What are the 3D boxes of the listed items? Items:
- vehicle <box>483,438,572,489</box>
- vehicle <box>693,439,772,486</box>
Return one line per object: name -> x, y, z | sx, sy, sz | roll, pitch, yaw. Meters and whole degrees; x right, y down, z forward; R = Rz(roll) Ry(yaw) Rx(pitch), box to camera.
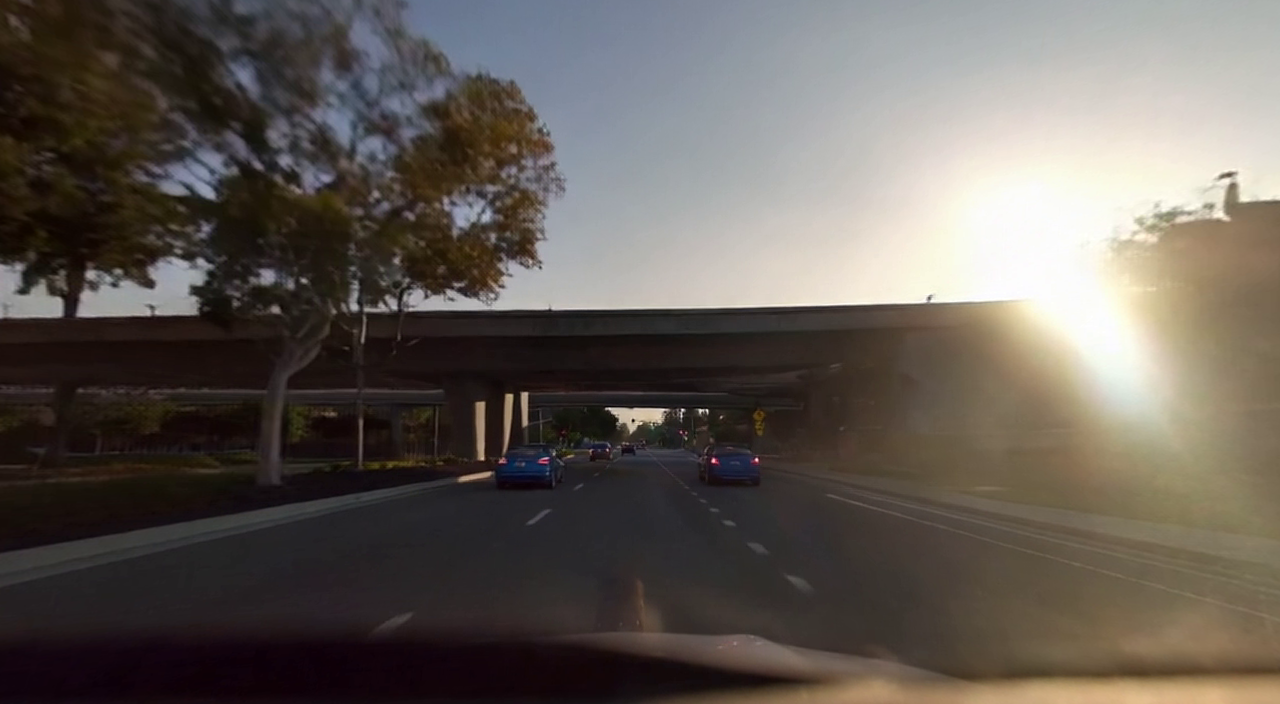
vehicle -> -3.589, 3.638, 21.003 | 2.060, 1.484, 4.417 | 0, -8, 1
vehicle -> 3.157, 3.848, 22.424 | 2.068, 1.497, 4.247 | 0, -8, -1
